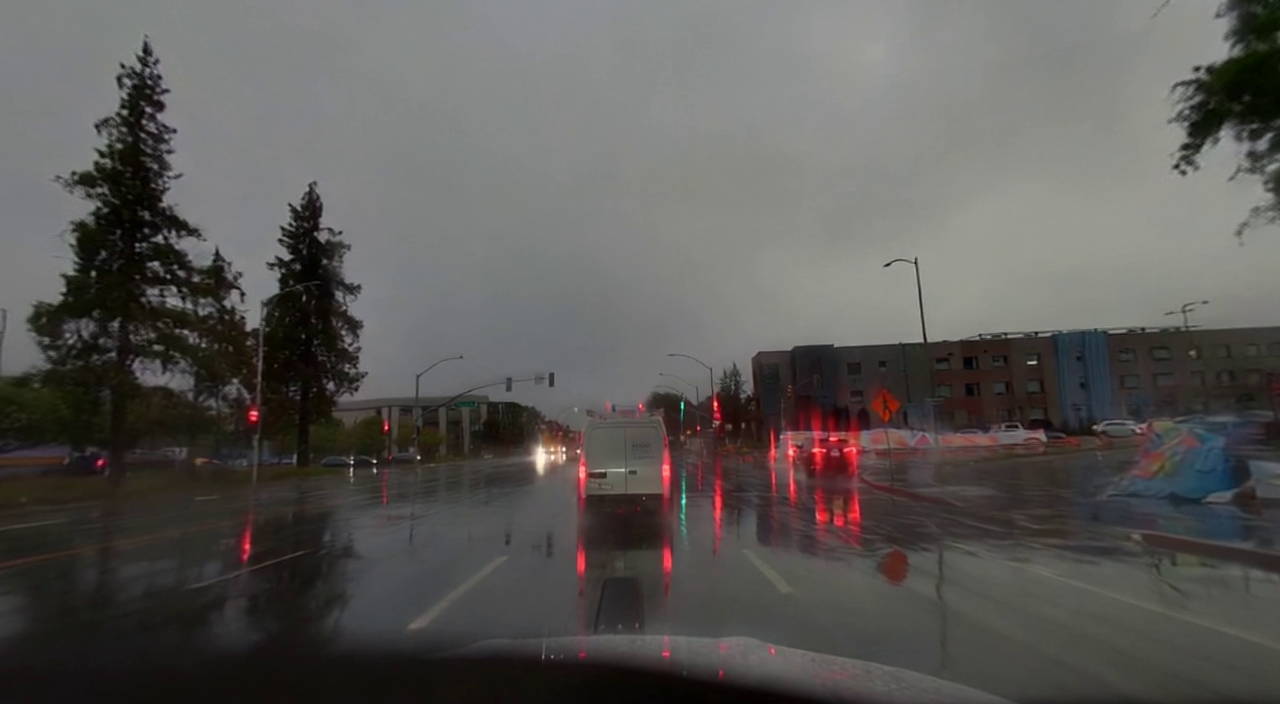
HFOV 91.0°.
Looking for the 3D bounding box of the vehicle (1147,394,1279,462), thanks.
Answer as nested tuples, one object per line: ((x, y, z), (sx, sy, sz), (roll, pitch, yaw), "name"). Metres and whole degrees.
((14.803, 1.732, 14.165), (4.986, 1.467, 2.025), (-6, -10, 33), "vehicle")

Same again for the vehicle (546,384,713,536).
((-0.309, 1.951, 11.827), (2.350, 2.122, 5.801), (0, -9, -3), "vehicle")

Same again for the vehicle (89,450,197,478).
((-36.080, 8.132, 45.834), (5.755, 1.945, 2.403), (0, -9, -1), "vehicle")
